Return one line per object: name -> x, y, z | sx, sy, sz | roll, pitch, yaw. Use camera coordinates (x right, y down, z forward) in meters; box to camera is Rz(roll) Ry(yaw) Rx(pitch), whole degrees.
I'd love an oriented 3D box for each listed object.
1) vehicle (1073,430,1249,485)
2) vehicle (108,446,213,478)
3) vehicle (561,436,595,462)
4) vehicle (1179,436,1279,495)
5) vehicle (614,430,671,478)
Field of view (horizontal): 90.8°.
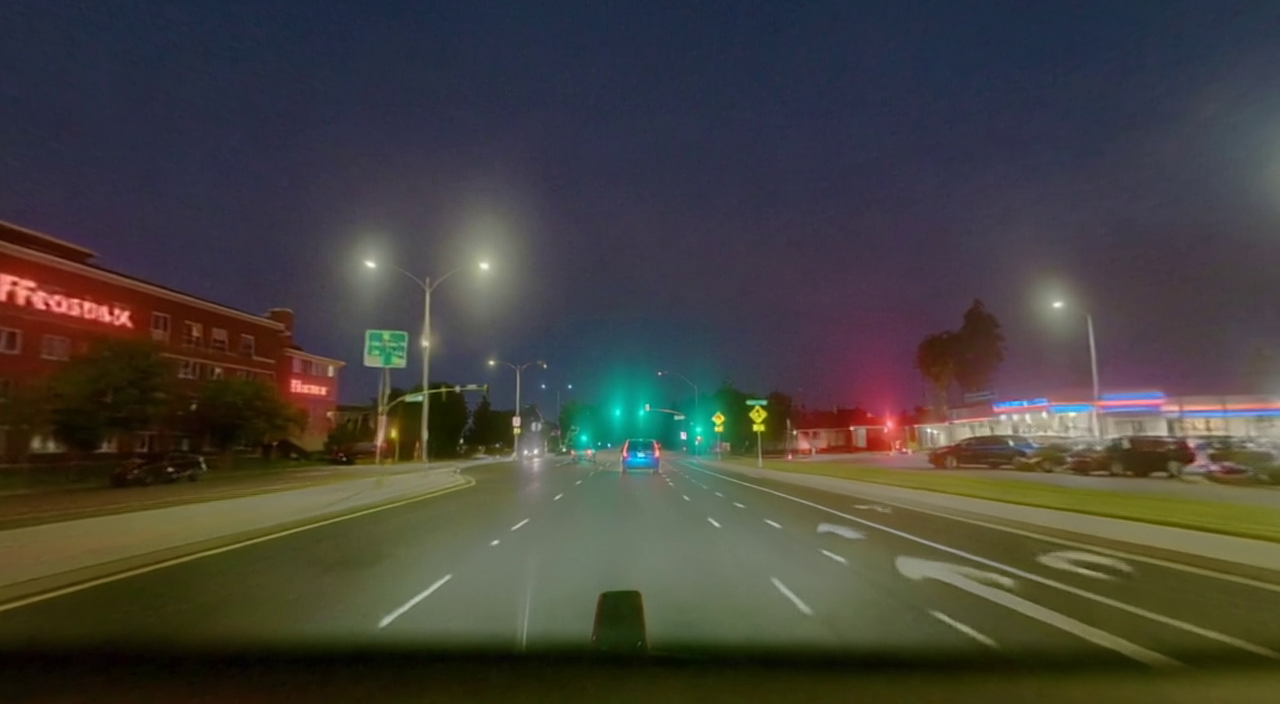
vehicle -> 18.540, 3.747, 22.639 | 4.475, 1.838, 2.058 | 0, -9, -3
vehicle -> -26.315, 6.055, 34.901 | 2.031, 1.622, 4.722 | 0, -9, 0
vehicle -> -4.740, 7.519, 49.052 | 2.202, 1.856, 4.516 | 0, -9, 0
vehicle -> 18.523, 3.201, 18.018 | 4.358, 1.553, 2.063 | 0, -9, -1
vehicle -> 0.023, 4.442, 27.753 | 2.273, 1.909, 5.075 | 0, -9, -1
